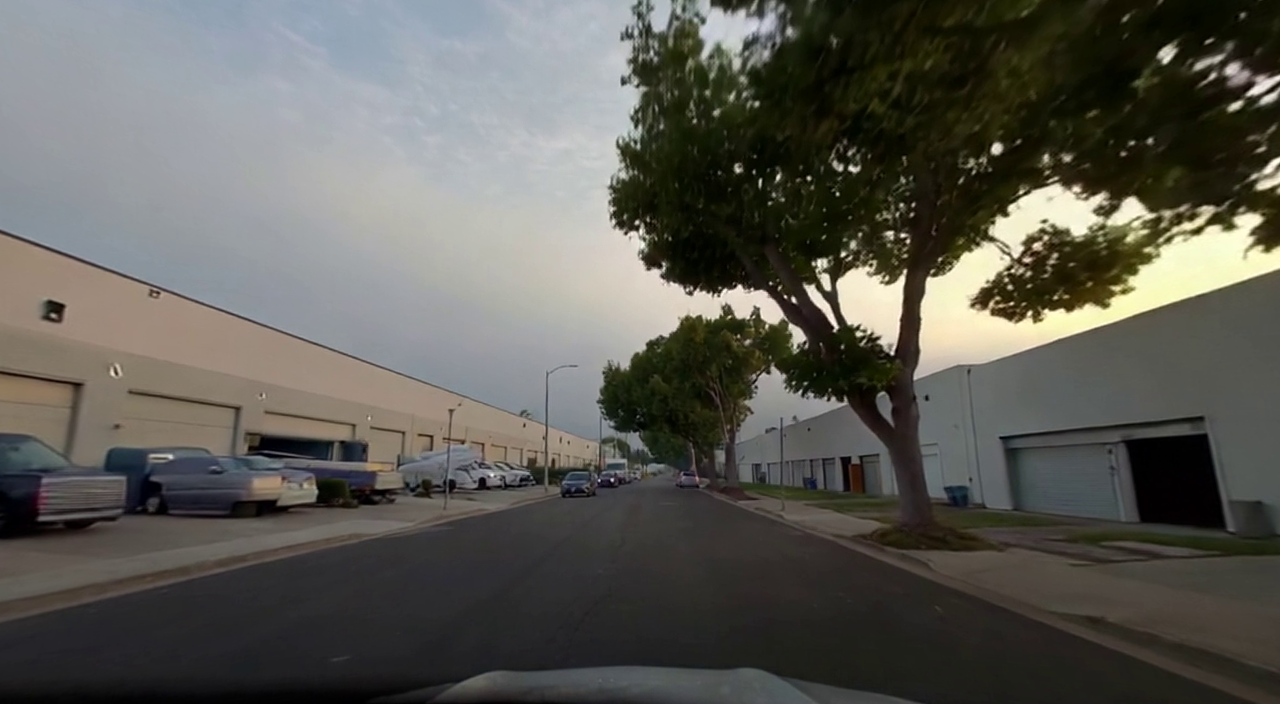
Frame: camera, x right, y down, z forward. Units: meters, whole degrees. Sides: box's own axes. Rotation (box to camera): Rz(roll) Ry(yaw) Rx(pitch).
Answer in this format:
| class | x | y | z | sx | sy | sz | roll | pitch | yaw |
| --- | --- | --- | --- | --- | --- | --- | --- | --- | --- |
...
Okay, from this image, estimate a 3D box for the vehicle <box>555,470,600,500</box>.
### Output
| class | x | y | z | sx | sy | sz | roll | pitch | yaw |
| --- | --- | --- | --- | --- | --- | --- | --- | --- | --- |
| vehicle | -3.556 | 7.679 | 36.634 | 1.927 | 1.580 | 4.556 | -1 | -10 | 3 |
